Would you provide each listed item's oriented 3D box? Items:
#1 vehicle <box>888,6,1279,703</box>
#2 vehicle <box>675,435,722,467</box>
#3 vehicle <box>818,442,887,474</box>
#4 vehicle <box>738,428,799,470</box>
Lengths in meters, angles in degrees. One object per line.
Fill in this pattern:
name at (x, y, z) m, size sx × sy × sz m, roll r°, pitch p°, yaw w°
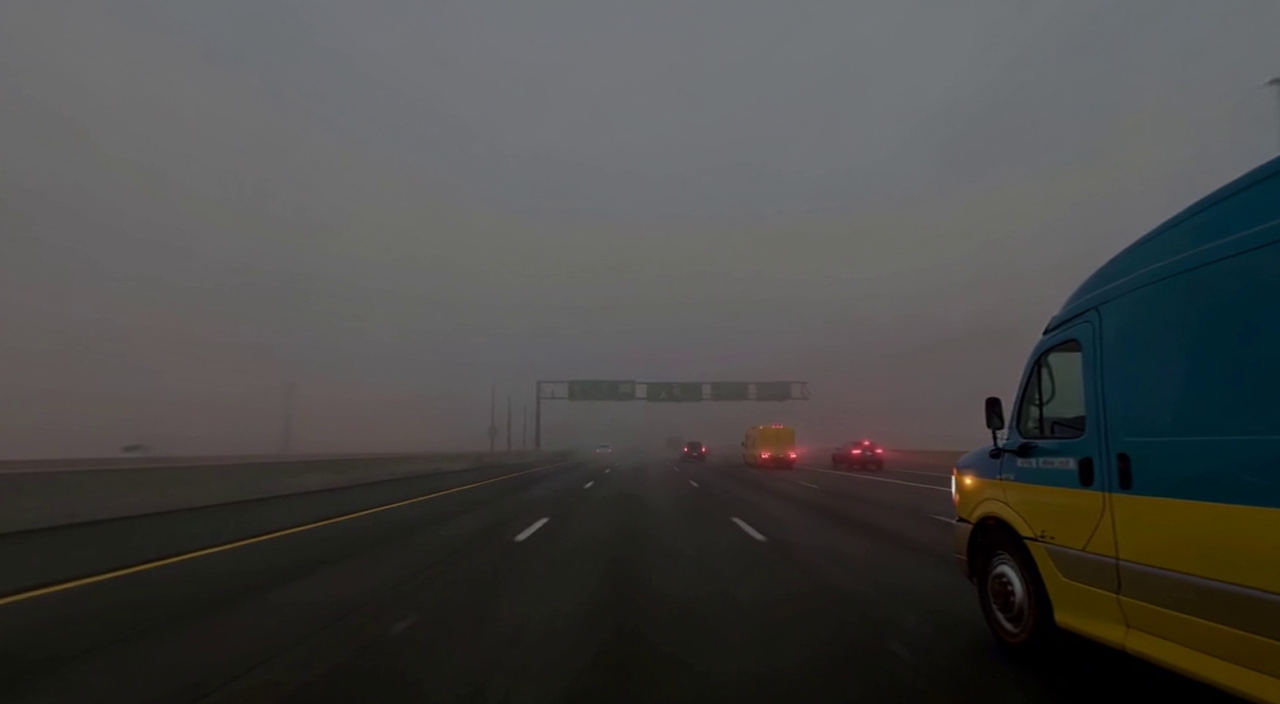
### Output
vehicle at (3.354, 0.162, 1.604) m, size 2.436 × 2.745 × 7.034 m, roll 0°, pitch -8°, yaw -1°
vehicle at (3.723, 6.480, 41.422) m, size 2.464 × 1.961 × 5.520 m, roll 0°, pitch -8°, yaw -1°
vehicle at (10.769, 5.403, 32.357) m, size 1.976 × 1.474 × 4.779 m, roll 0°, pitch -9°, yaw 1°
vehicle at (7.274, 5.580, 36.289) m, size 2.301 × 2.203 × 5.419 m, roll 0°, pitch -8°, yaw -1°
